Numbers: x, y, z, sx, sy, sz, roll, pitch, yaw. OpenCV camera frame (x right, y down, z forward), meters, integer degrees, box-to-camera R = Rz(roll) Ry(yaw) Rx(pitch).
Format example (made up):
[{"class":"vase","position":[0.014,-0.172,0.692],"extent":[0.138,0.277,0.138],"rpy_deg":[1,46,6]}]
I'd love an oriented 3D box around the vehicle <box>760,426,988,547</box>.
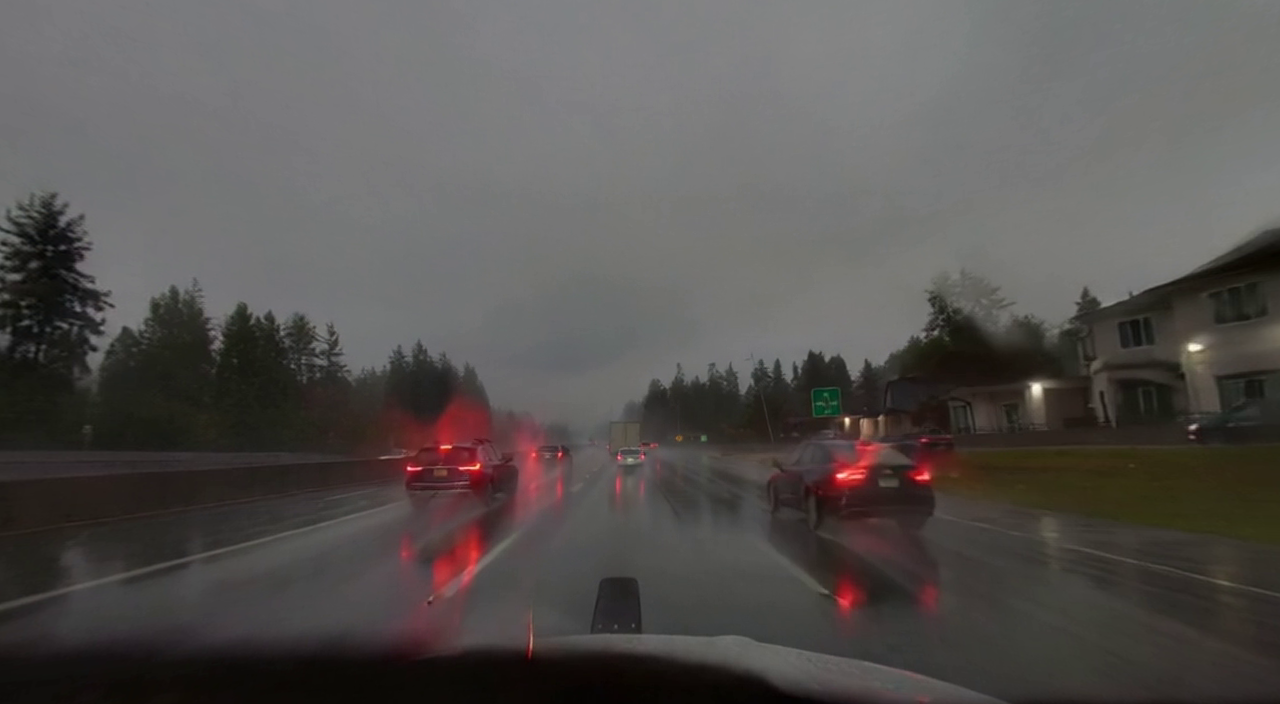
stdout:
[{"class":"vehicle","position":[3.469,2.084,10.436],"extent":[2.027,1.554,4.252],"rpy_deg":[0,-9,-1]}]

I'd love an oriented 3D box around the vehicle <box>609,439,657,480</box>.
[{"class":"vehicle","position":[-0.338,4.892,28.997],"extent":[2.063,1.703,4.203],"rpy_deg":[0,-9,-1]}]

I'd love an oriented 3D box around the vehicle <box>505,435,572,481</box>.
[{"class":"vehicle","position":[-4.577,4.917,29.559],"extent":[2.301,1.944,5.482],"rpy_deg":[0,-9,-1]}]

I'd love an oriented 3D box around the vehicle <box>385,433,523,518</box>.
[{"class":"vehicle","position":[-4.080,2.776,14.639],"extent":[1.988,1.668,4.021],"rpy_deg":[0,-9,0]}]

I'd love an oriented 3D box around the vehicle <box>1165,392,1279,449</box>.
[{"class":"vehicle","position":[20.031,2.265,20.392],"extent":[2.048,1.674,4.106],"rpy_deg":[3,-9,-18]}]
